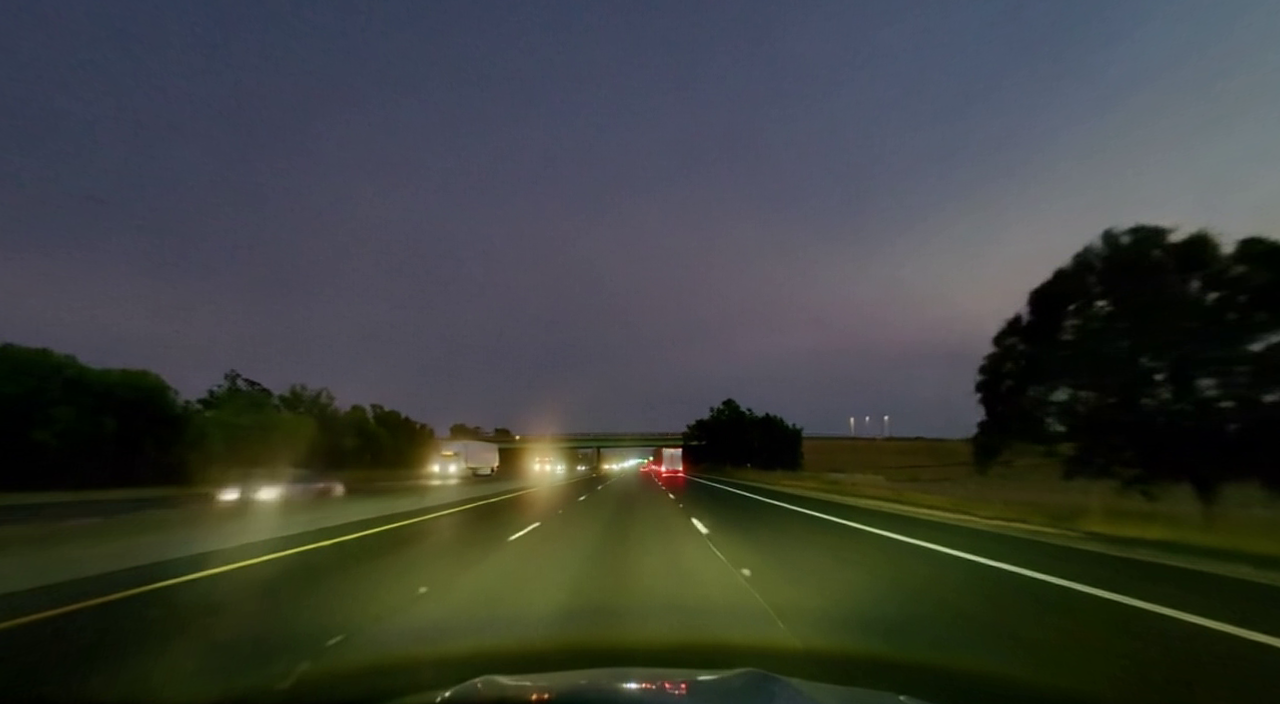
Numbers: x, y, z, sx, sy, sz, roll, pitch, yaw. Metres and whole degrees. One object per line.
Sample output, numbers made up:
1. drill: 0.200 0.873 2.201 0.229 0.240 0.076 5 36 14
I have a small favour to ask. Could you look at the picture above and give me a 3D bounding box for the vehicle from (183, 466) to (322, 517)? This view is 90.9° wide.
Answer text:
1. vehicle: -12.670 4.563 20.995 1.835 1.448 4.324 1 -10 0
